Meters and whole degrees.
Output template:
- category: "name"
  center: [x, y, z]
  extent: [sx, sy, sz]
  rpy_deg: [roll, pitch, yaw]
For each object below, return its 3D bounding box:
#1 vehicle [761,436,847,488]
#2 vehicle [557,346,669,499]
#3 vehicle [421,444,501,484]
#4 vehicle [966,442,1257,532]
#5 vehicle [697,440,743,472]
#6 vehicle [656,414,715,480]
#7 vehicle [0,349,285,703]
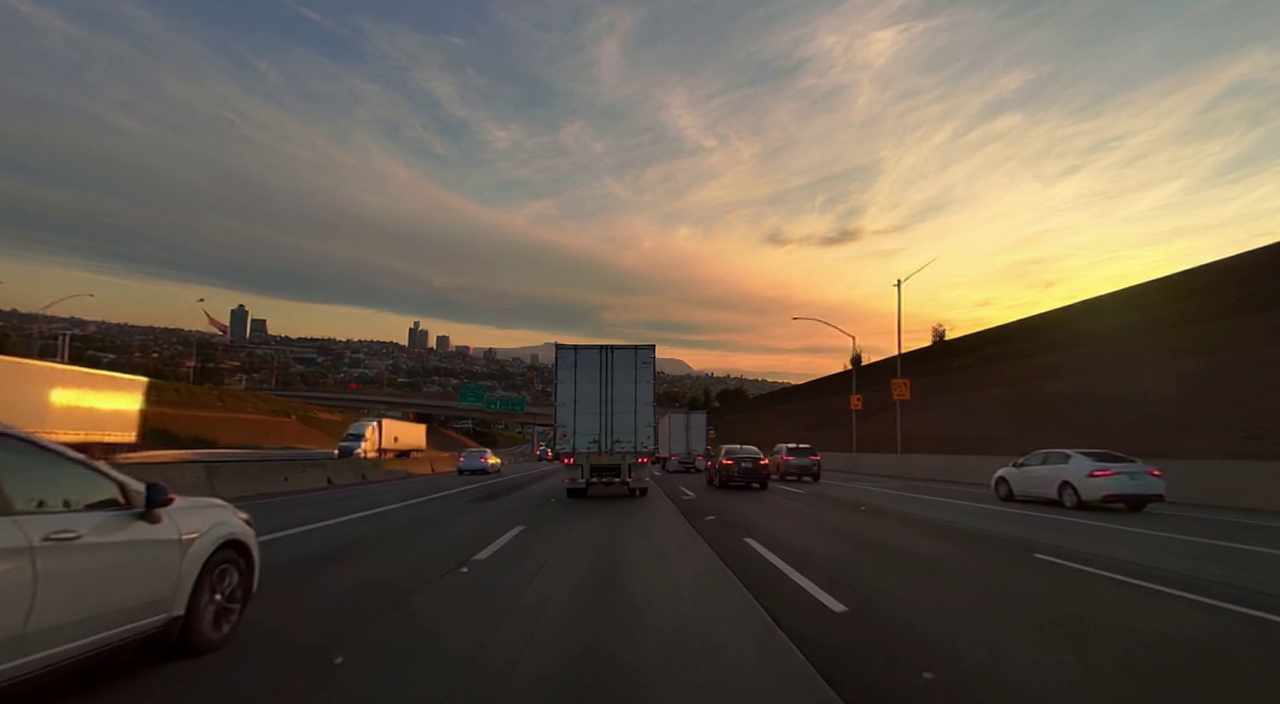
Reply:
- category: "vehicle"
  center: [6.469, 4.387, 25.552]
  extent: [2.070, 1.888, 4.546]
  rpy_deg: [0, -9, -2]
- category: "vehicle"
  center: [-0.760, 2.639, 22.036]
  extent: [2.906, 4.040, 10.743]
  rpy_deg: [0, -9, -1]
- category: "vehicle"
  center: [-7.288, 4.581, 26.216]
  extent: [1.973, 1.471, 4.779]
  rpy_deg: [0, -9, -1]
- category: "vehicle"
  center: [9.177, 2.629, 13.063]
  extent: [2.002, 1.472, 4.950]
  rpy_deg: [0, -9, -4]
- category: "vehicle"
  center: [5.543, 7.285, 44.493]
  extent: [2.297, 2.116, 5.052]
  rpy_deg: [0, -9, -3]
- category: "vehicle"
  center: [2.533, 5.729, 38.023]
  extent: [2.669, 3.491, 8.645]
  rpy_deg: [0, -9, -1]
- category: "vehicle"
  center: [-3.325, 0.789, 2.081]
  extent: [1.946, 1.641, 4.105]
  rpy_deg: [0, -9, -1]
